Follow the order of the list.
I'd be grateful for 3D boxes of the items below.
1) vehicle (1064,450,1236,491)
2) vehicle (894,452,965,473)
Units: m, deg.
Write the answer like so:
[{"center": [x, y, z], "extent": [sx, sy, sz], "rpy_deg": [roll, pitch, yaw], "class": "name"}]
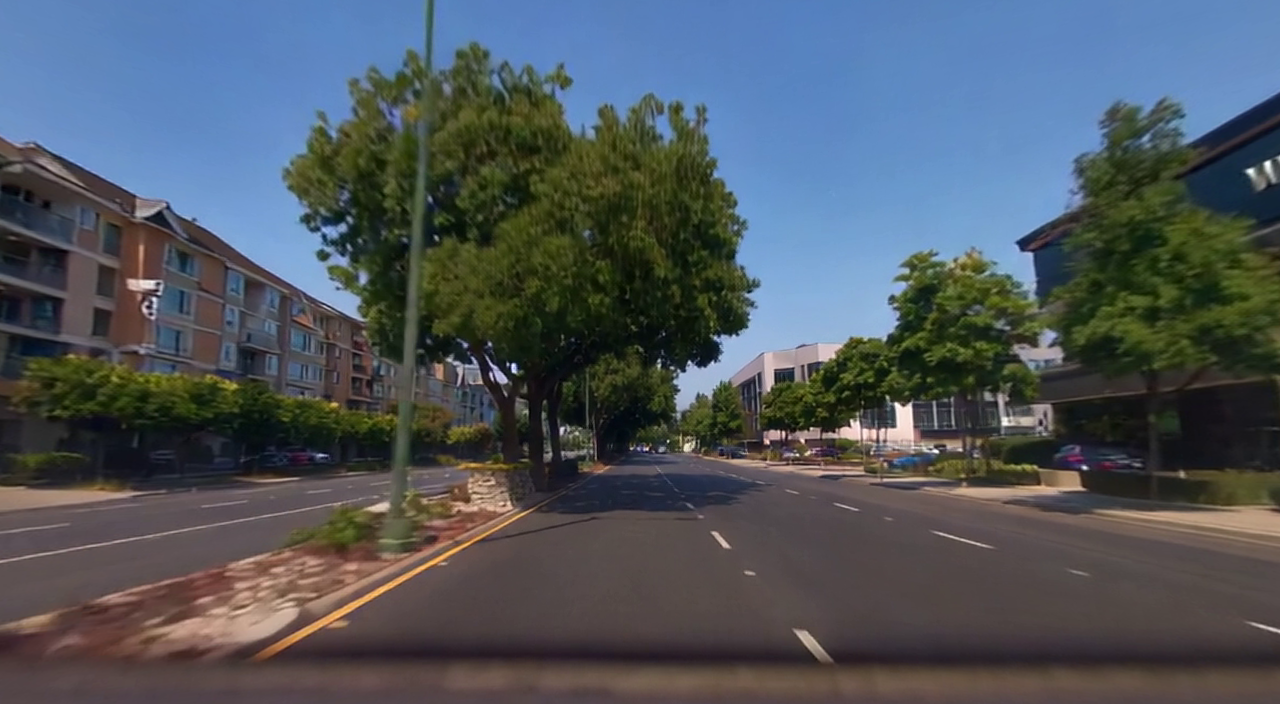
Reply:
[{"center": [20.159, 4.674, 25.170], "extent": [4.983, 1.542, 2.099], "rpy_deg": [0, -9, 1], "class": "vehicle"}, {"center": [20.150, 7.680, 44.038], "extent": [3.975, 1.387, 1.914], "rpy_deg": [0, -9, -2], "class": "vehicle"}]
